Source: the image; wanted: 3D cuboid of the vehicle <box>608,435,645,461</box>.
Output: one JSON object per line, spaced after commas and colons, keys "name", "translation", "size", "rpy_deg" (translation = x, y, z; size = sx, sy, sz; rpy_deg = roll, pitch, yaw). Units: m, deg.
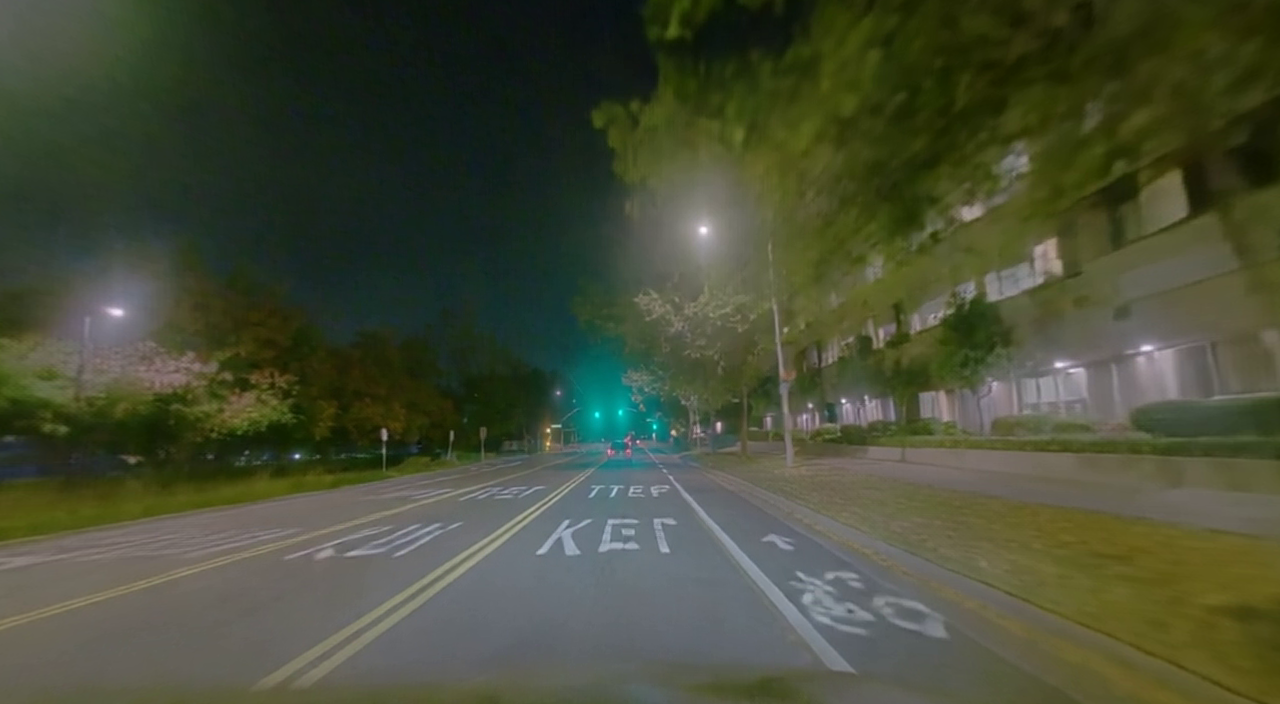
{"name": "vehicle", "translation": [-0.818, 5.873, 38.890], "size": [2.131, 1.474, 4.146], "rpy_deg": [0, -8, -1]}
